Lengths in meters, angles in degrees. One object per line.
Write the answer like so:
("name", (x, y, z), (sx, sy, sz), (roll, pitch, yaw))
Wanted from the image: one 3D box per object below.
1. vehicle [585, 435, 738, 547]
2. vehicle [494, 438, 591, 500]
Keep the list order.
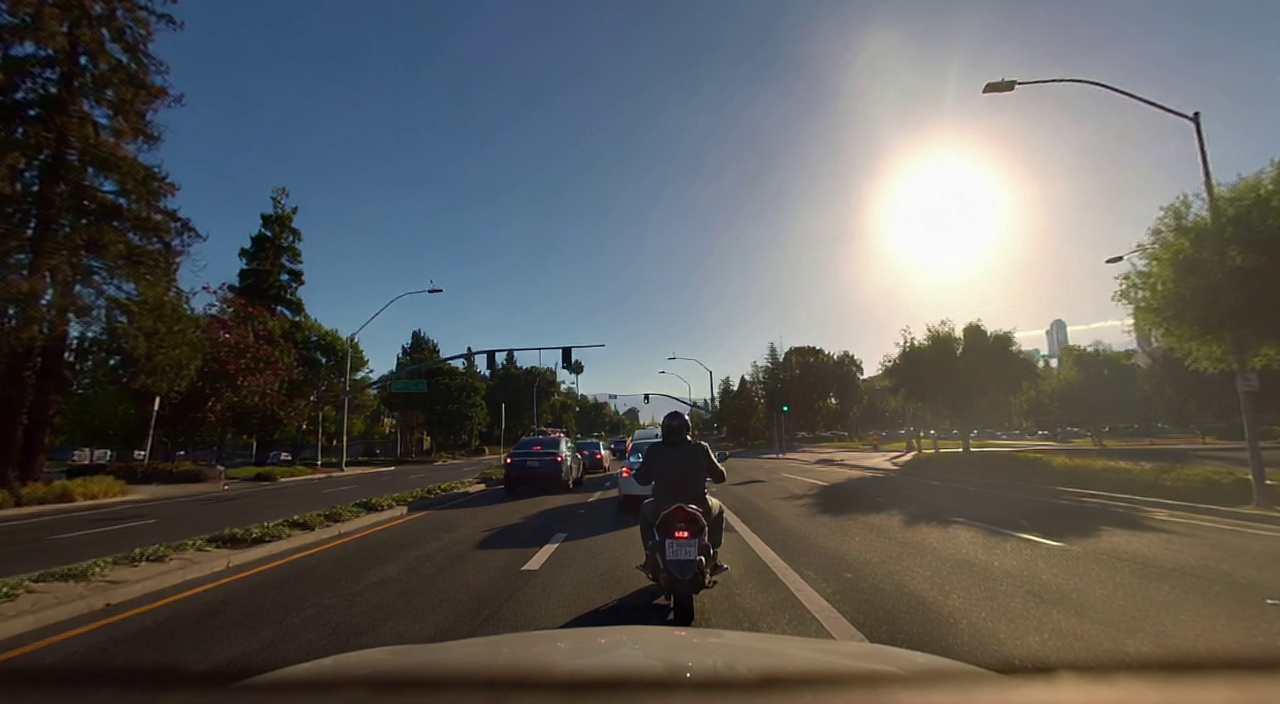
("vehicle", (0.330, 2.175, 10.680), (2.009, 1.450, 4.608), (-1, -8, 1))
("vehicle", (-2.556, 3.176, 17.501), (1.979, 1.499, 3.840), (-1, -8, 2))
